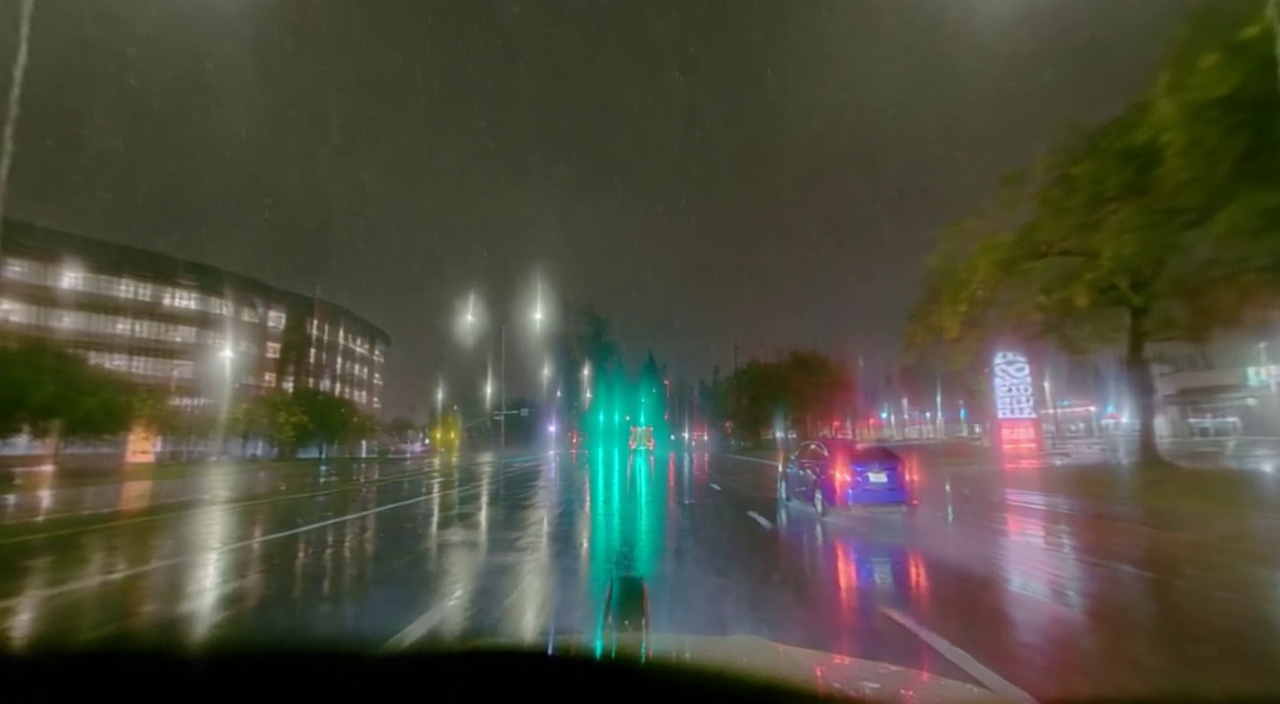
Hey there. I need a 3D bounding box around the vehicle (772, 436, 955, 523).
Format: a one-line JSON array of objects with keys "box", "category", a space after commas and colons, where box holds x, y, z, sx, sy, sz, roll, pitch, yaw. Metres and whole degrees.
[{"box": [4.267, 2.488, 13.010, 2.005, 1.442, 4.675, 0, -8, -1], "category": "vehicle"}]
